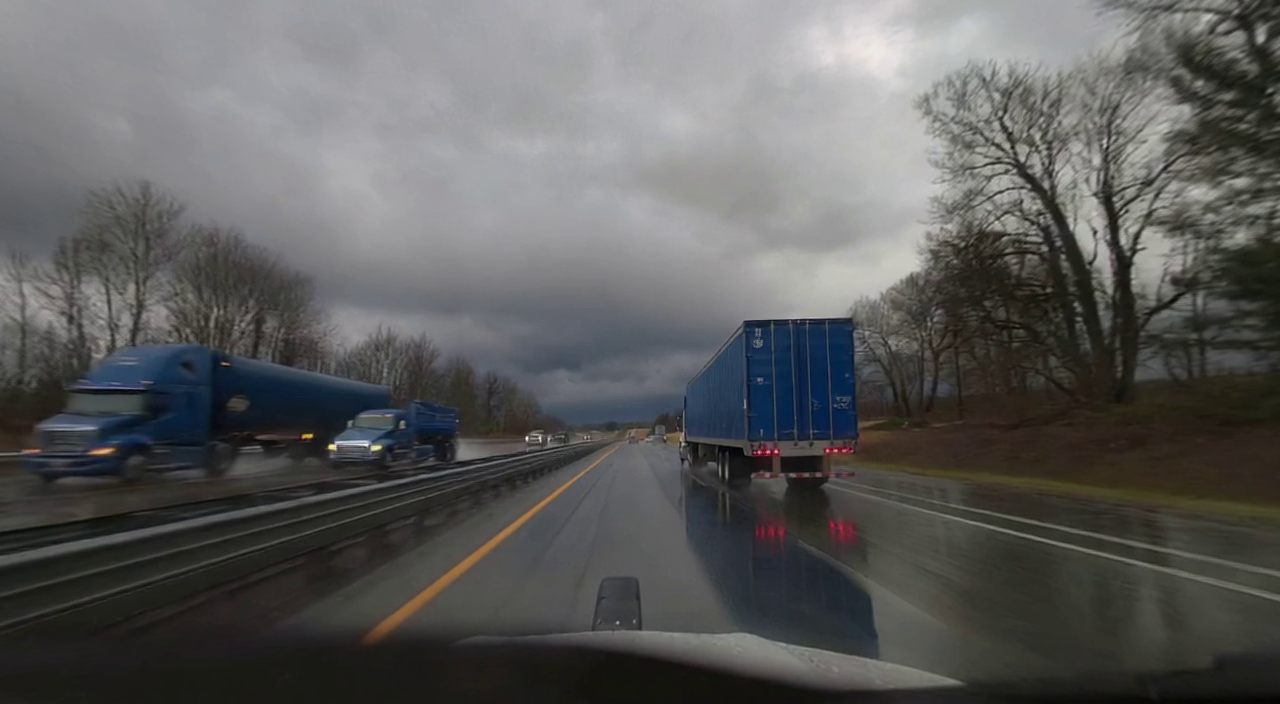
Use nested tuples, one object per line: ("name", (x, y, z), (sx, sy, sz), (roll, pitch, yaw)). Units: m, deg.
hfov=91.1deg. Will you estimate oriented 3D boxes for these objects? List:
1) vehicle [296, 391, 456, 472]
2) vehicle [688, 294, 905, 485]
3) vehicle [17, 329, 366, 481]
("vehicle", (-8.325, 2.655, 20.832), (2.365, 2.256, 6.553), (0, -8, 1))
("vehicle", (4.098, 1.953, 22.528), (3.203, 4.273, 17.131), (0, -8, -1))
("vehicle", (-13.453, 2.081, 21.279), (2.970, 3.689, 12.131), (0, -8, -1))
